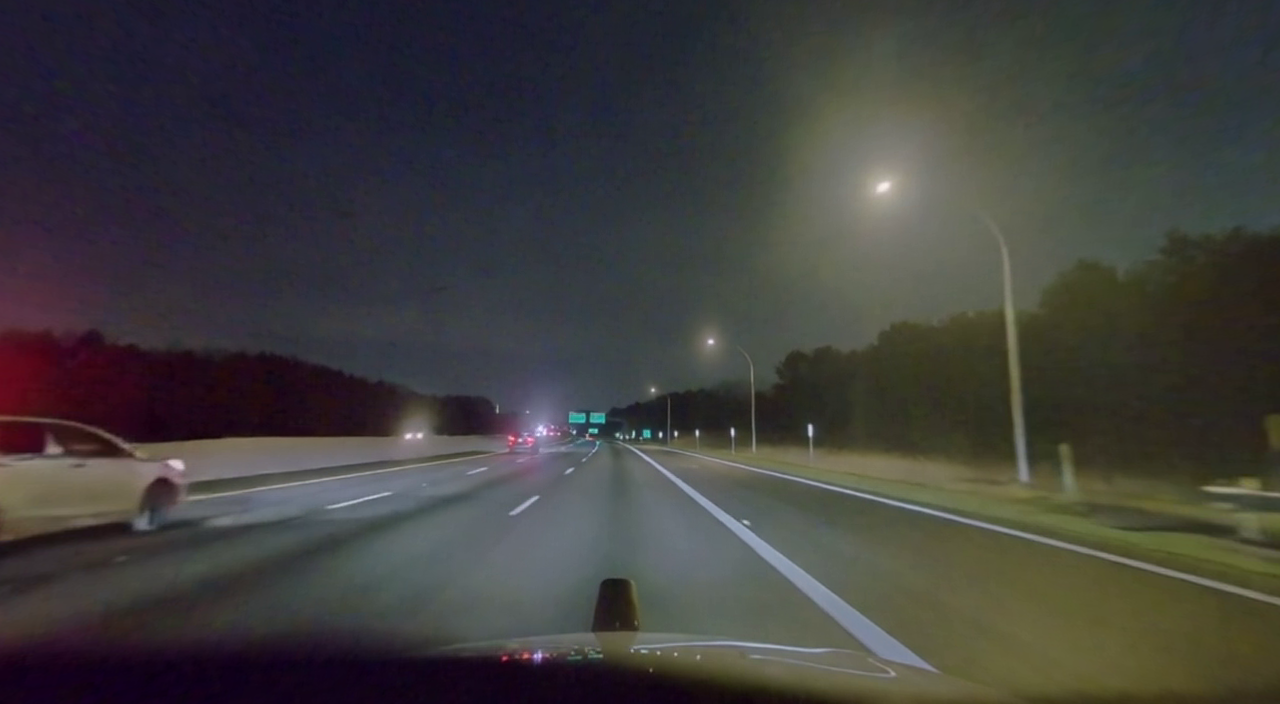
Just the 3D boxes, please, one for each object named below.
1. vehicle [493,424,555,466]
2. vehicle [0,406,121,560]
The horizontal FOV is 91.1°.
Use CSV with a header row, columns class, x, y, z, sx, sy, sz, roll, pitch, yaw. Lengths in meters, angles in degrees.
class,x,y,z,sx,sy,sz,roll,pitch,yaw
vehicle,-5.104,4.159,28.211,2.007,1.727,4.040,0,-8,-1
vehicle,-7.917,1.283,5.914,2.148,1.635,4.670,1,-8,-2
